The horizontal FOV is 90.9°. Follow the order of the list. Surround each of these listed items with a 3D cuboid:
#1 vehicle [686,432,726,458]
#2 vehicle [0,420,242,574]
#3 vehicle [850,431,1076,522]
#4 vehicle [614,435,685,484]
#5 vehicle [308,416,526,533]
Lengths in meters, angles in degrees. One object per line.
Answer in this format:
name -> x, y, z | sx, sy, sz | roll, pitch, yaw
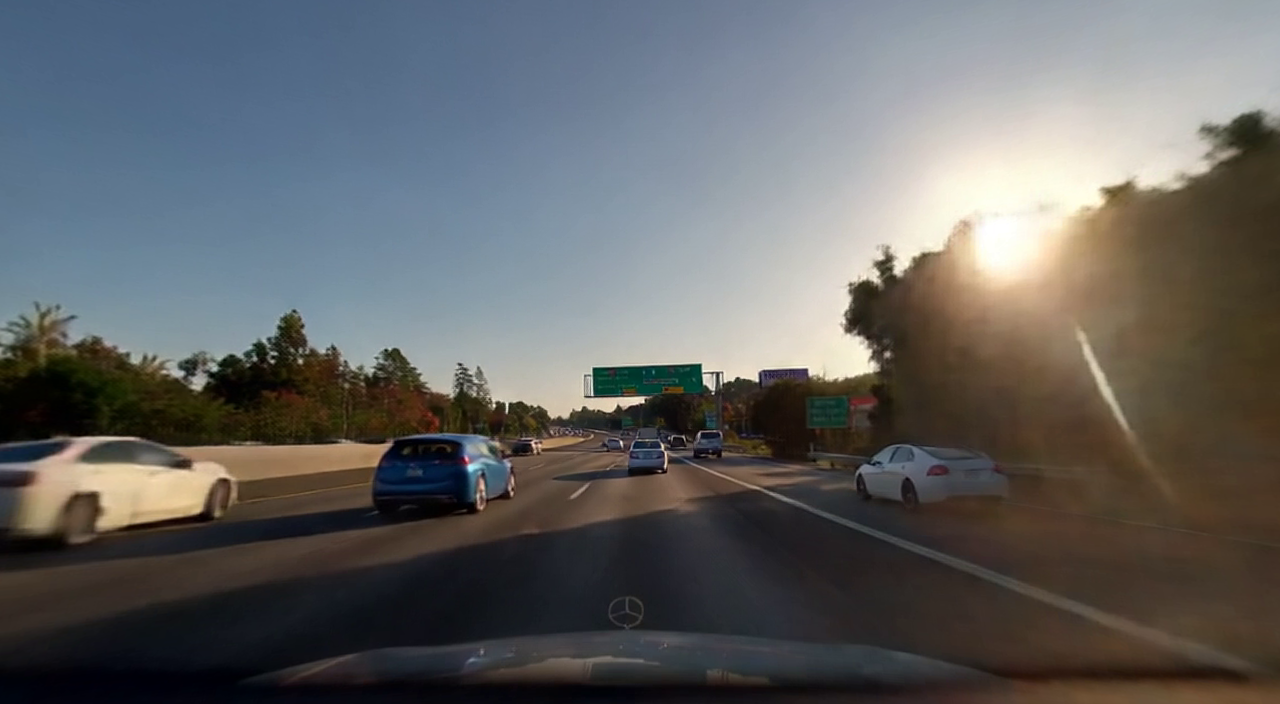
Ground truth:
vehicle -> 4.711, 6.750, 45.728 | 2.261, 1.781, 4.709 | 0, -8, -1
vehicle -> -7.241, 1.626, 7.591 | 1.932, 1.497, 4.458 | 0, -8, 1
vehicle -> 5.963, 2.334, 12.430 | 2.030, 1.442, 4.358 | 0, -8, -2
vehicle -> 0.282, 3.542, 21.021 | 2.113, 1.464, 4.073 | 0, -8, 0
vehicle -> -3.521, 2.053, 11.236 | 1.927, 1.586, 5.142 | 0, -8, 1
